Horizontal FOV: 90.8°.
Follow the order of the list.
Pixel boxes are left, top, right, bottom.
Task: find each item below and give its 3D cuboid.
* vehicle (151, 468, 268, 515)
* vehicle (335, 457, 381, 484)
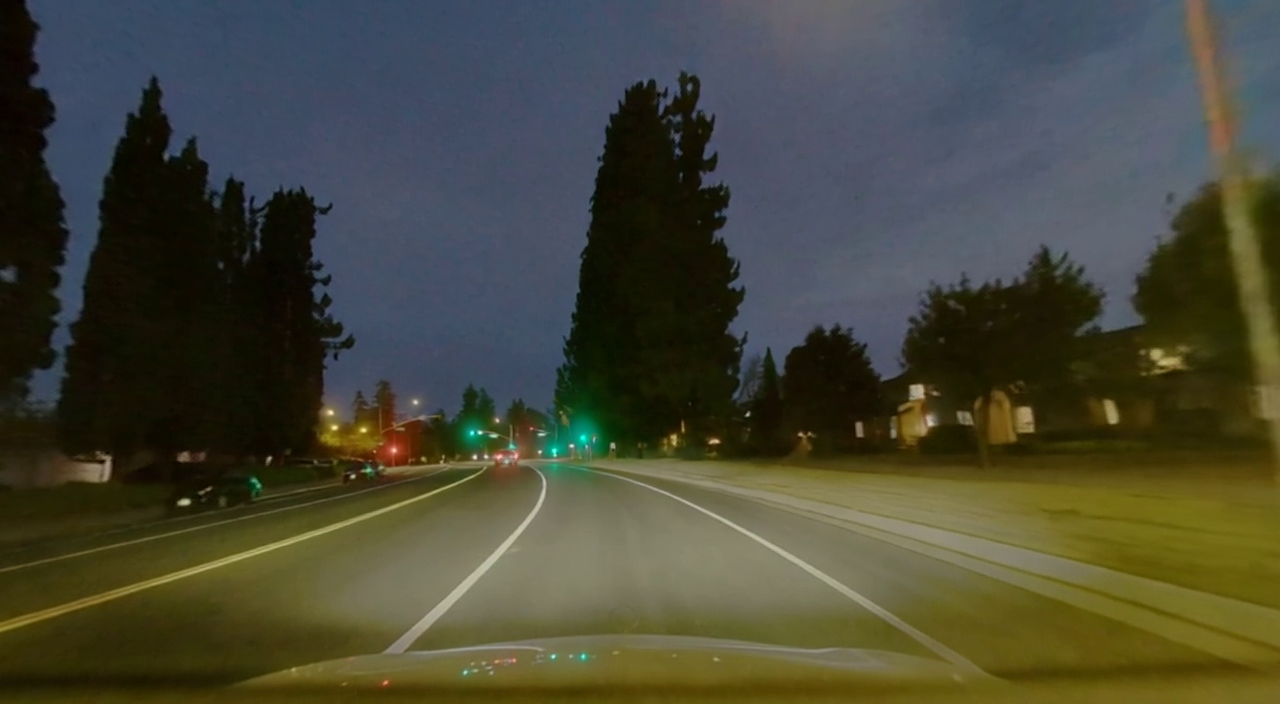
[{"bbox_3d":[-16.528,5.334,24.604,1.911,1.436,4.554,1,-9,-9],"label":"vehicle"},{"bbox_3d":[-20.940,8.810,47.107,2.029,1.726,5.366,-3,-9,-12],"label":"vehicle"}]
